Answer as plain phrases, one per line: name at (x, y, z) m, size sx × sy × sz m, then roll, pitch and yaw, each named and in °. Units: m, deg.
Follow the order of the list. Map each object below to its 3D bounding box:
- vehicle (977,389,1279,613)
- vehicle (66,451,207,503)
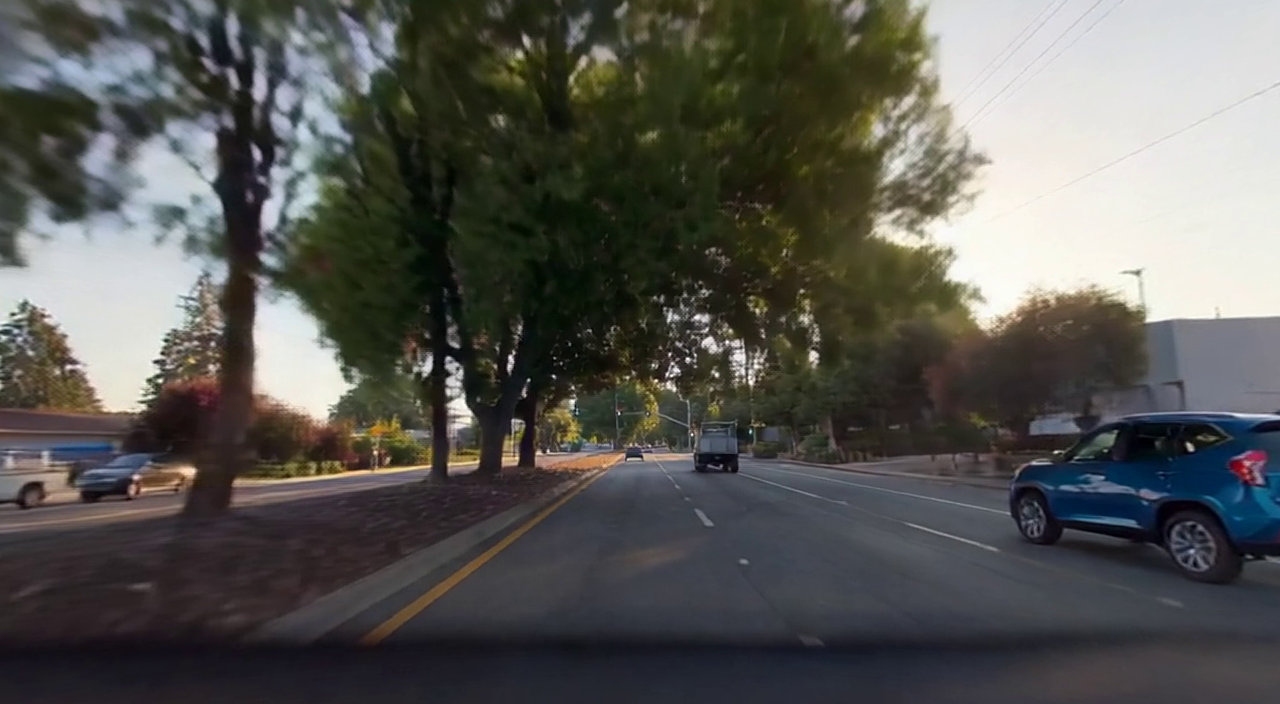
vehicle at (6.041, 1.468, 6.973) m, size 2.012 × 1.754 × 4.635 m, roll 0°, pitch -8°, yaw 0°
vehicle at (-19.372, 4.791, 24.614) m, size 2.060 × 1.665 × 4.282 m, roll -3°, pitch -8°, yaw -1°
